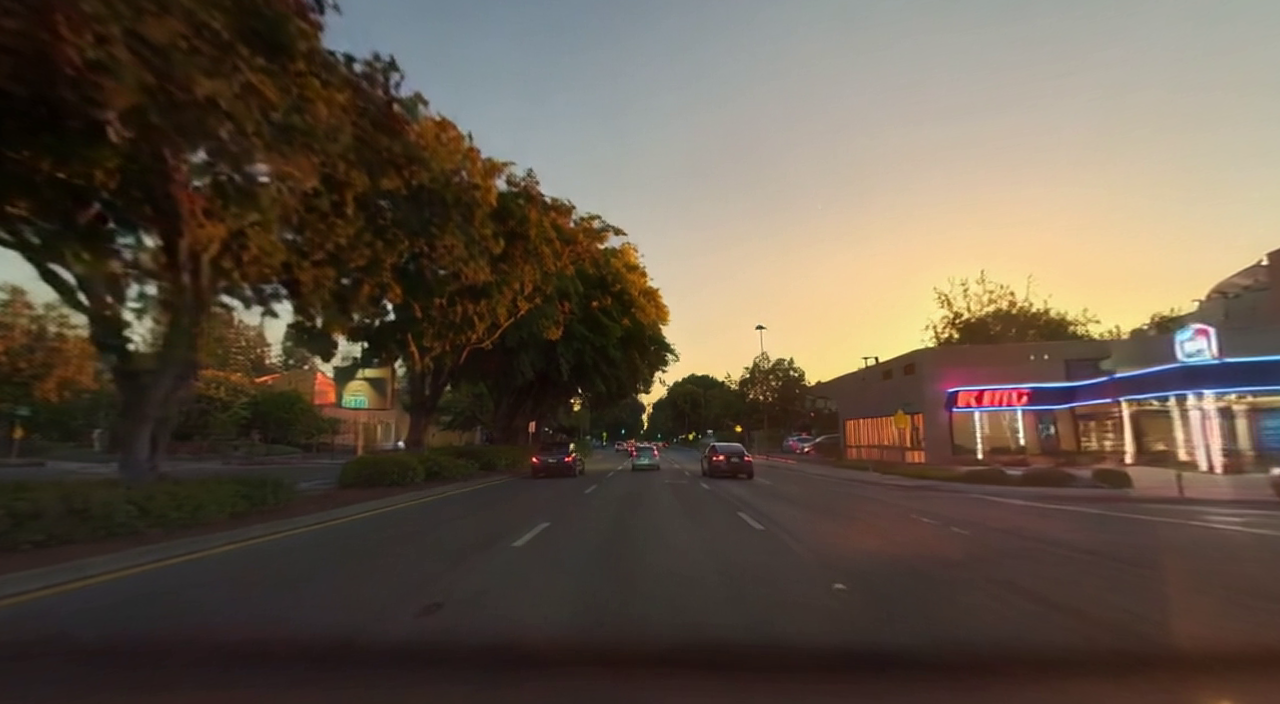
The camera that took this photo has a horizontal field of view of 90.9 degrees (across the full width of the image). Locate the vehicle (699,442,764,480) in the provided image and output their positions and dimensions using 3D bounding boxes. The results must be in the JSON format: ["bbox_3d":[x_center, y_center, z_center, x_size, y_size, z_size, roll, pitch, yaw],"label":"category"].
[{"bbox_3d":[3.769,4.557,26.685,2.012,1.462,4.400,0,-8,-1],"label":"vehicle"}]

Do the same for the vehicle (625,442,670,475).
[{"bbox_3d":[0.335,5.182,30.847,2.059,1.477,4.216,0,-8,0],"label":"vehicle"}]

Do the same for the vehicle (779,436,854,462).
[{"bbox_3d":[13.726,7.543,49.180,5.144,1.834,2.188,-2,-8,2],"label":"vehicle"}]

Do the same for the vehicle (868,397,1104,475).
[{"bbox_3d":[14.838,3.734,27.685,8.343,3.028,3.002,-2,-9,3],"label":"vehicle"}]

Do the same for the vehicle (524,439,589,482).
[{"bbox_3d":[-3.329,4.407,25.923,1.995,1.607,4.086,0,-8,1],"label":"vehicle"}]
